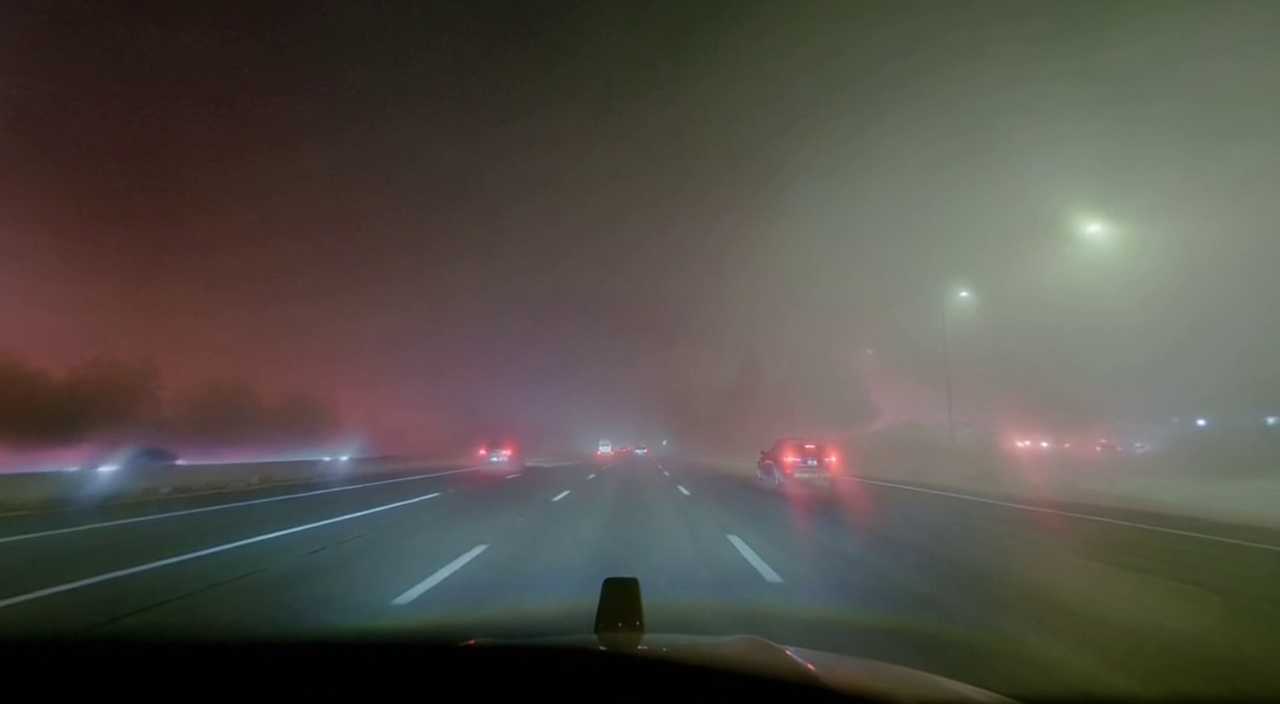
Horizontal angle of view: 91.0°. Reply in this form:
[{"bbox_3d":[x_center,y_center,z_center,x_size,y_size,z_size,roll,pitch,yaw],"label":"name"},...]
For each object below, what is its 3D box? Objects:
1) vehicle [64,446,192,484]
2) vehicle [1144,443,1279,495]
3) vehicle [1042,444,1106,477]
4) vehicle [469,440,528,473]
[{"bbox_3d":[-24.814,5.456,30.810,2.097,1.676,4.828,0,-9,1],"label":"vehicle"},{"bbox_3d":[19.936,3.943,21.501,1.989,1.529,4.791,1,-8,8],"label":"vehicle"},{"bbox_3d":[23.932,5.963,34.867,2.011,1.550,4.792,0,-8,24],"label":"vehicle"},{"bbox_3d":[-7.093,5.253,31.909,1.985,1.513,4.172,0,-8,0],"label":"vehicle"}]
